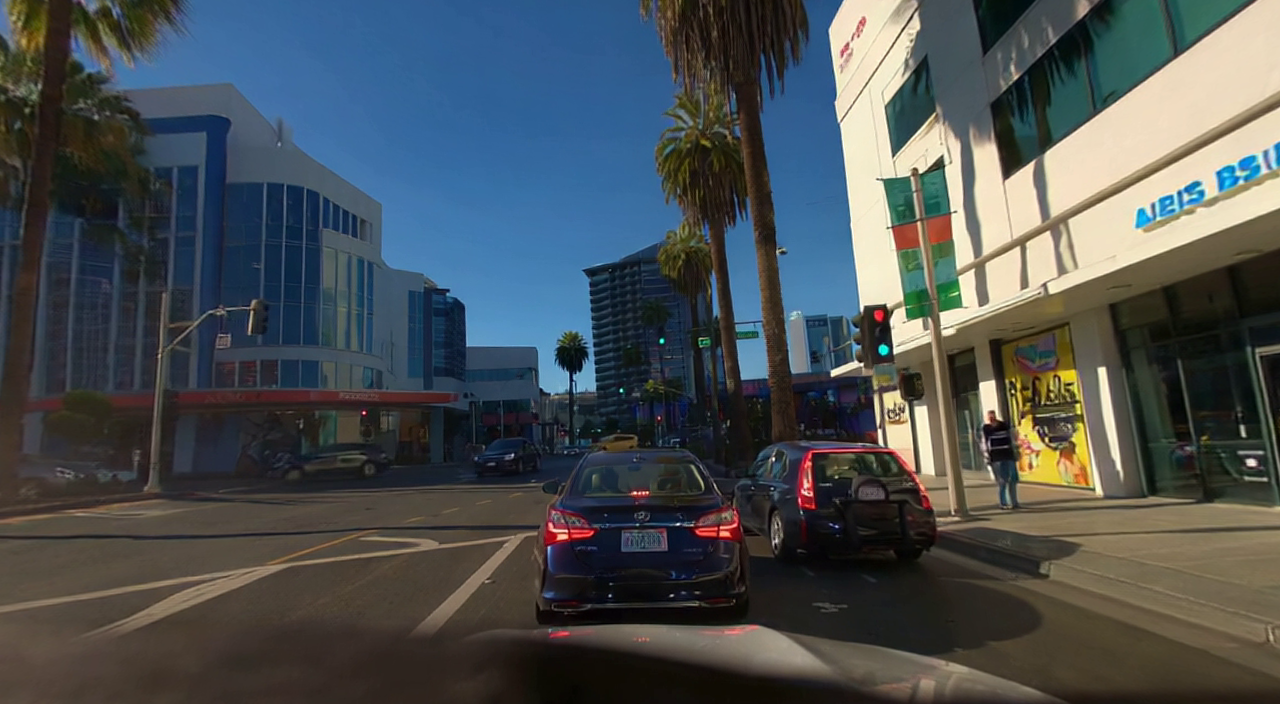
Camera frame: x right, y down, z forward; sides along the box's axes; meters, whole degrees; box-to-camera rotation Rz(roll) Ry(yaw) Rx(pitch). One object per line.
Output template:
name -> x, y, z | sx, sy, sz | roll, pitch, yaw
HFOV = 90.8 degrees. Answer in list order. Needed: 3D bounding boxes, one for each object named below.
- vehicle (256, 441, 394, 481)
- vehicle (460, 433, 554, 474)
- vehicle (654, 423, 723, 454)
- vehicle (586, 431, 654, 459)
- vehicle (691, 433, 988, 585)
vehicle -> -13.130, 4.532, 26.654 | 1.896, 1.492, 4.808 | -6, -10, 34
vehicle -> -5.233, 4.063, 25.496 | 2.052, 1.478, 4.395 | -2, -9, 12
vehicle -> 3.422, 5.973, 43.251 | 2.190, 1.964, 5.614 | -6, -10, 34
vehicle -> -1.315, 6.510, 44.104 | 2.029, 1.822, 5.090 | -6, -10, 36
vehicle -> 2.197, 1.893, 8.663 | 2.090, 1.466, 4.676 | 1, -8, -7
